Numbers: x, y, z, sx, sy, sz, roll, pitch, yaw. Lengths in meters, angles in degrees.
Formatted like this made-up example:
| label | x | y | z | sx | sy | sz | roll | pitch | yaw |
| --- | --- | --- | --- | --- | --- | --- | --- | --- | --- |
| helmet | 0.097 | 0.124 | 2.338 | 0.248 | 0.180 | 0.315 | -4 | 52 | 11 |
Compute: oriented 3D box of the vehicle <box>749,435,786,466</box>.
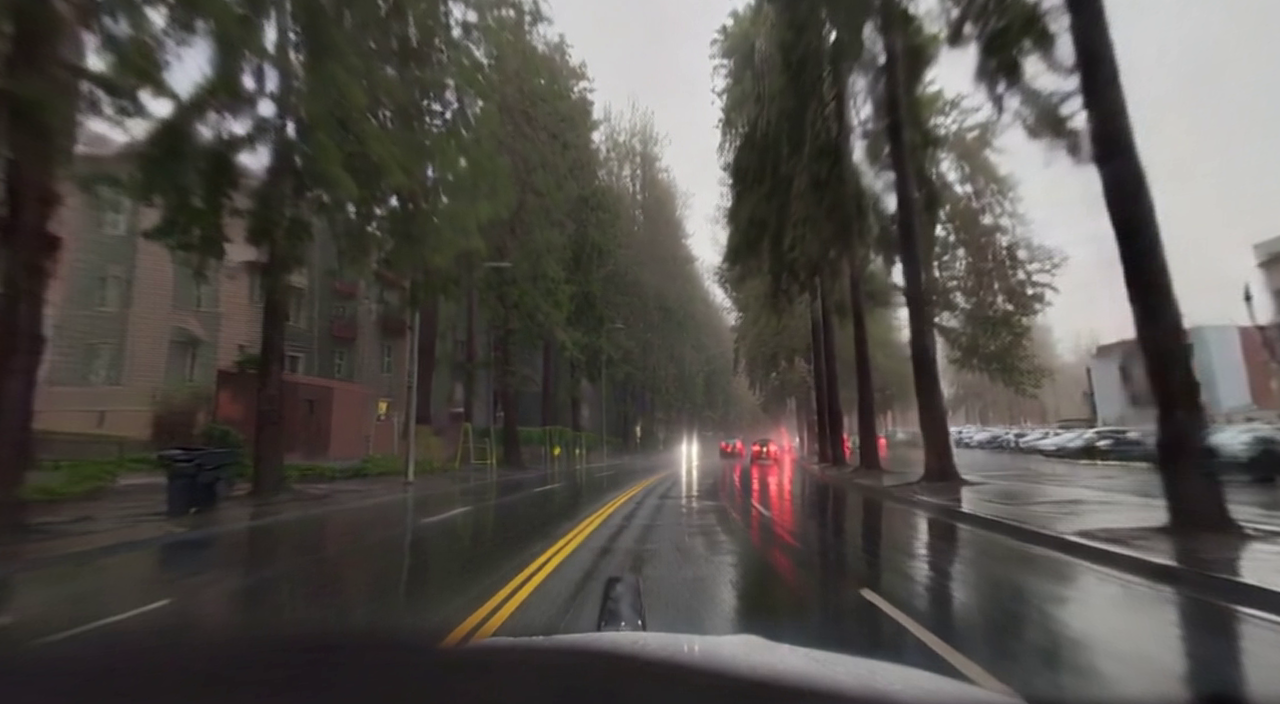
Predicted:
| label | x | y | z | sx | sy | sz | roll | pitch | yaw |
| --- | --- | --- | --- | --- | --- | --- | --- | --- | --- |
| vehicle | 7.905 | 6.126 | 39.175 | 2.069 | 1.791 | 4.422 | -1 | -8 | 10 |

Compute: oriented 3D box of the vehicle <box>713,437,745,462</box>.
| label | x | y | z | sx | sy | sz | roll | pitch | yaw |
| --- | --- | --- | --- | --- | --- | --- | --- | --- | --- |
| vehicle | 6.980 | 7.557 | 48.906 | 2.158 | 1.852 | 4.485 | -2 | -8 | 12 |
